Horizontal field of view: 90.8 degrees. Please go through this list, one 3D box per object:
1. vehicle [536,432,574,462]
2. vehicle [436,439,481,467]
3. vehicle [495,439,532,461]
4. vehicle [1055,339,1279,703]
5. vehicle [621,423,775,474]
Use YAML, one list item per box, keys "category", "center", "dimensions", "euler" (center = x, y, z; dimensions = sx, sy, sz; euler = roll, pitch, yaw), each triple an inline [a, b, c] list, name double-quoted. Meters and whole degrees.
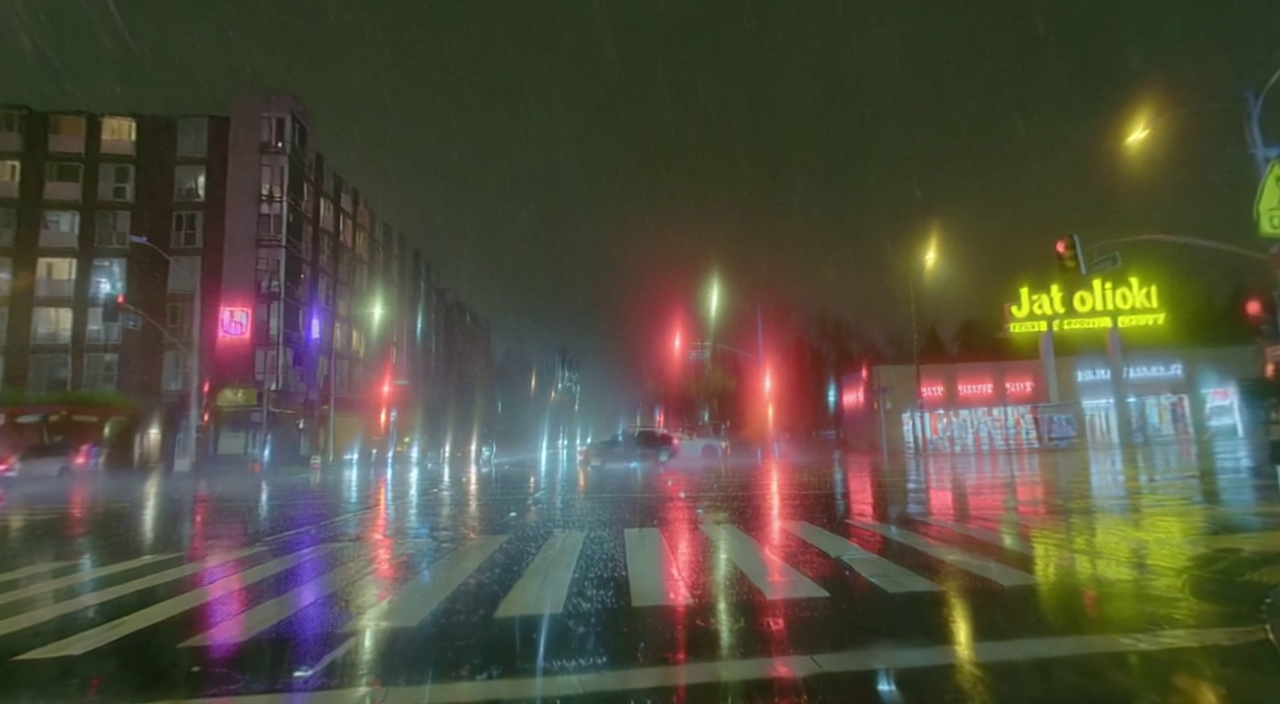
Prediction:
- category: "vehicle"
  center: [-5.150, 5.805, 38.686]
  dimensions: [1.976, 1.683, 4.117]
  euler: [0, -8, -3]
- category: "vehicle"
  center: [-10.899, 6.092, 38.207]
  dimensions: [1.885, 1.545, 4.124]
  euler: [1, -8, -6]
- category: "vehicle"
  center: [-8.626, 6.699, 43.431]
  dimensions: [1.906, 1.402, 4.904]
  euler: [0, -8, -5]
- category: "vehicle"
  center: [3.015, 0.615, 0.873]
  dimensions: [1.866, 1.654, 4.354]
  euler: [0, -8, 0]
- category: "vehicle"
  center: [1.804, 3.104, 20.397]
  dimensions: [4.612, 1.521, 1.811]
  euler: [1, -9, -10]
